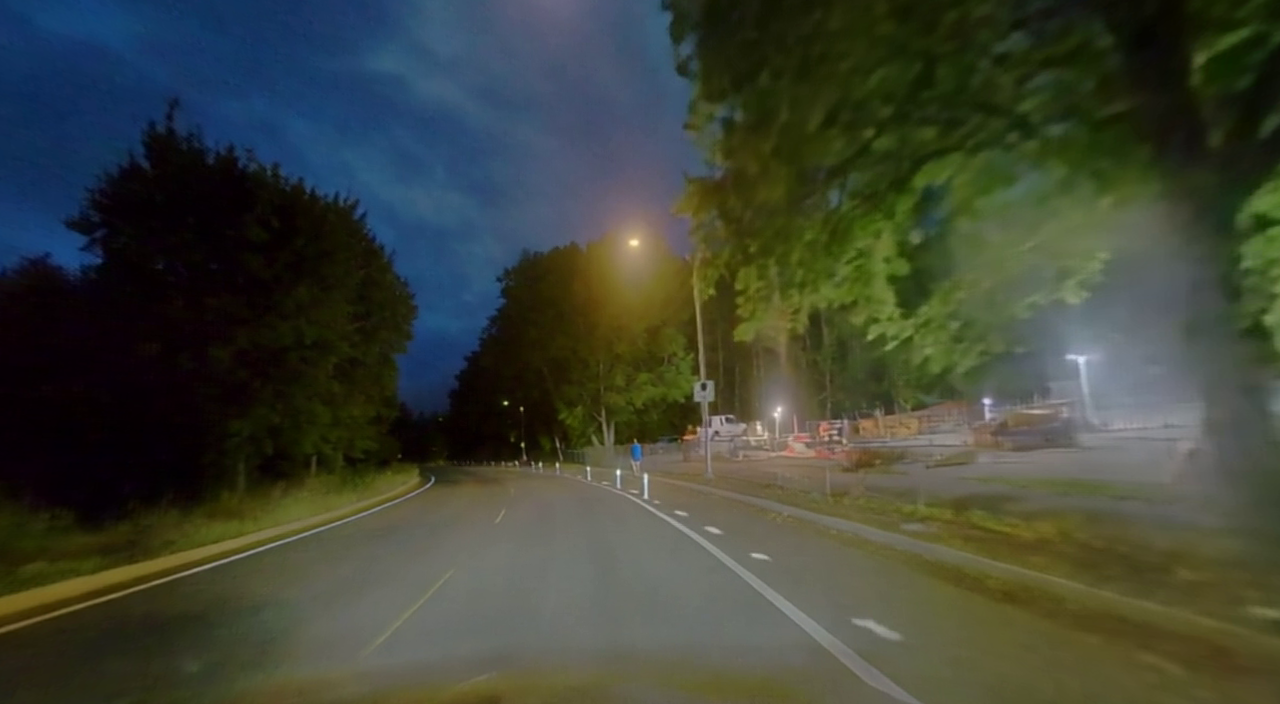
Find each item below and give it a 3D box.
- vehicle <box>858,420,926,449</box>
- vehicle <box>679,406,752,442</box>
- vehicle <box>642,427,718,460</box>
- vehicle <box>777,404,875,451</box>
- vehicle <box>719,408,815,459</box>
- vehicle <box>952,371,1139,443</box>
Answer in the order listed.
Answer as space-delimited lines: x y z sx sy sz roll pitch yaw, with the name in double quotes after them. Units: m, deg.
16.902 5.536 42.290 4.663 1.791 2.050 6 -10 -38 "vehicle"
4.880 4.648 40.654 4.180 1.880 2.028 10 -10 -30 "vehicle"
2.934 6.592 45.677 5.021 1.930 2.119 -1 -8 -33 "vehicle"
7.554 3.110 25.795 3.451 1.504 1.652 6 -12 -7 "vehicle"
5.699 3.714 28.401 3.674 1.559 1.775 12 -13 -11 "vehicle"
9.269 1.372 14.834 1.635 1.445 3.563 0 -9 -9 "vehicle"
